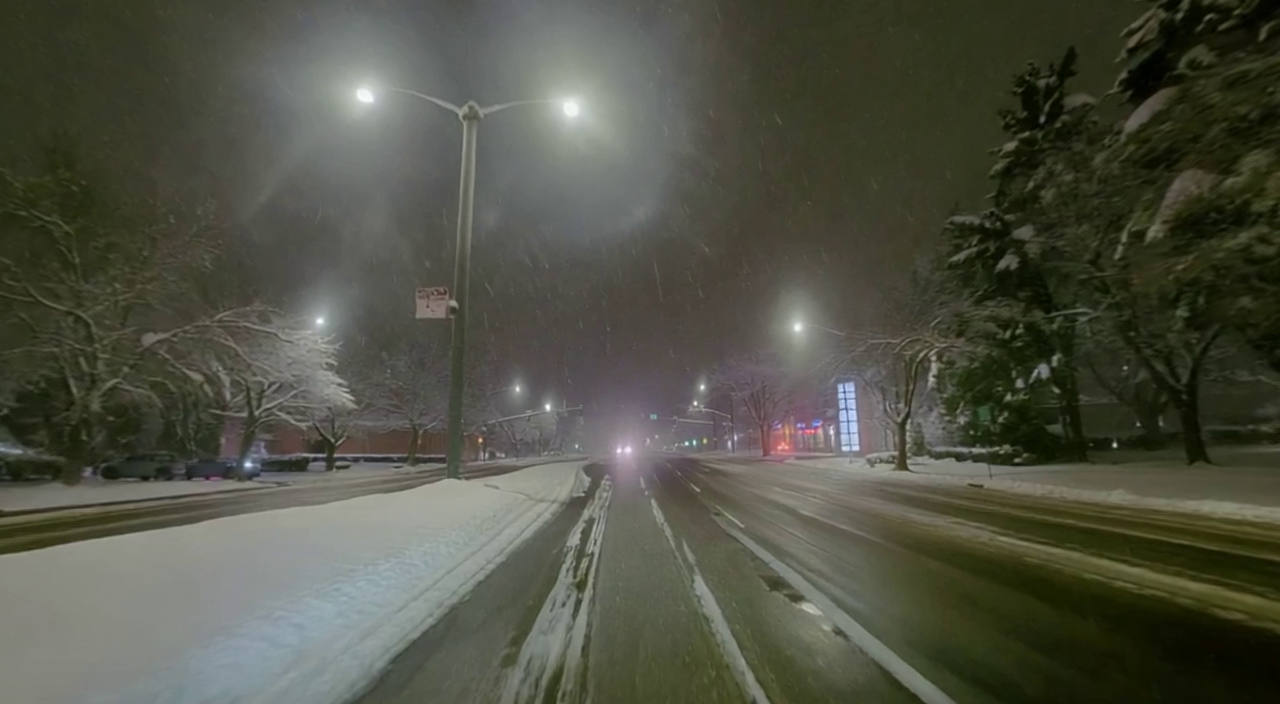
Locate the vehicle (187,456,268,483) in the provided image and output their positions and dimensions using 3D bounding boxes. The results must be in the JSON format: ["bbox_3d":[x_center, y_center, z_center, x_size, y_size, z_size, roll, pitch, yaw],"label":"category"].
[{"bbox_3d":[-25.462,7.254,39.191,1.908,1.502,4.584,0,-8,0],"label":"vehicle"}]

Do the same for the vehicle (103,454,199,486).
[{"bbox_3d":[-30.315,7.298,39.391,2.101,1.733,4.689,0,-8,2],"label":"vehicle"}]
